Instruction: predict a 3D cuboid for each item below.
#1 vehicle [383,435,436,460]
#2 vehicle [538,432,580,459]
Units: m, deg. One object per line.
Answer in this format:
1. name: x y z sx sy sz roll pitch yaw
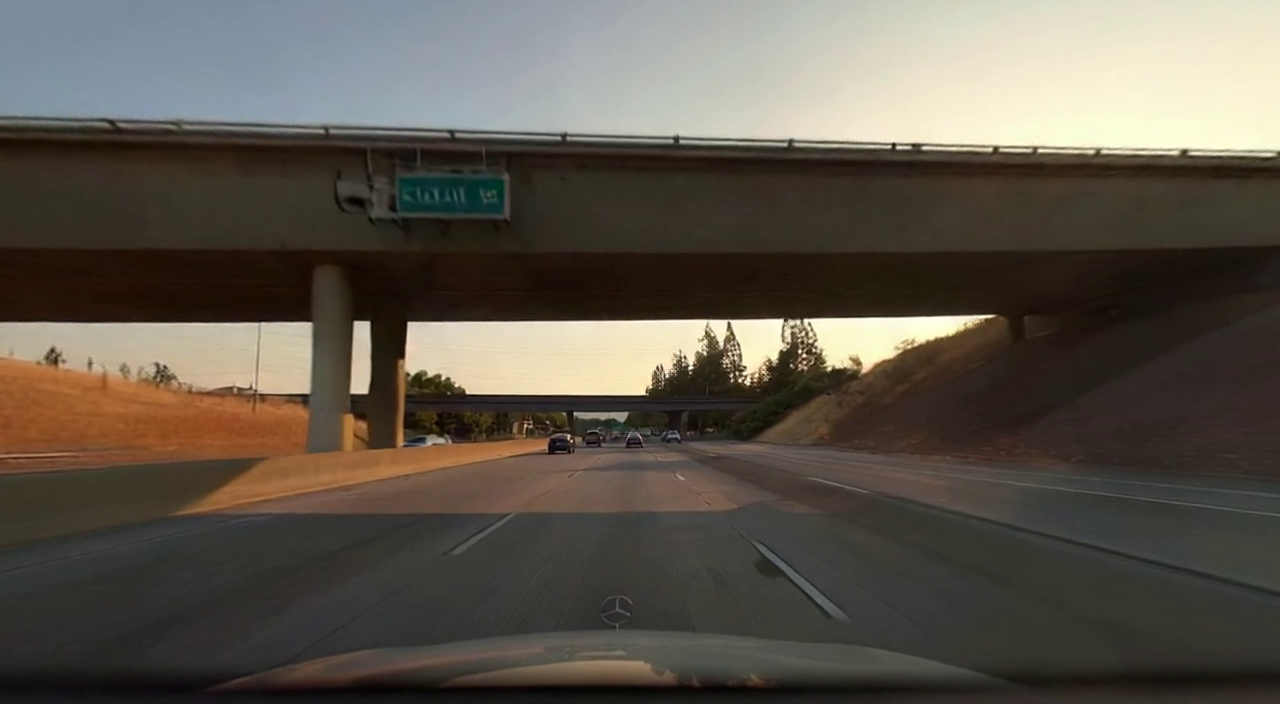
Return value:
1. vehicle: -13.758 5.706 37.785 1.769 1.427 3.692 0 -8 0
2. vehicle: -4.696 5.484 37.108 1.933 1.473 4.023 0 -8 0
